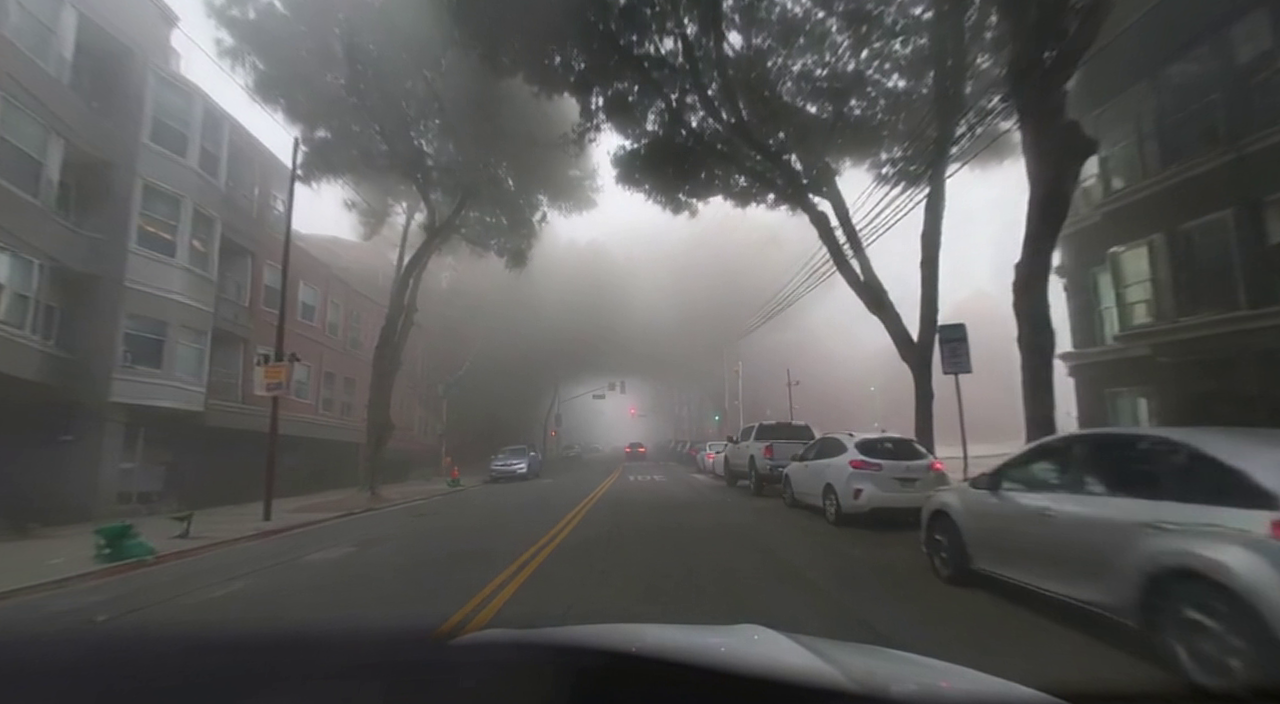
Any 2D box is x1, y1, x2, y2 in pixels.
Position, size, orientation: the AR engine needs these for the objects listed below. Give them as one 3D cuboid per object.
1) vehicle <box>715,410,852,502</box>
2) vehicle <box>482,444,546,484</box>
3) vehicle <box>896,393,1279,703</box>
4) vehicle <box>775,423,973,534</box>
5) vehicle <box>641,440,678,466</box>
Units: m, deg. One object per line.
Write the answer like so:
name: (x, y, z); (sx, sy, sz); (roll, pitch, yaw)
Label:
vehicle: (3.538, 2.755, 17.043); (2.356, 2.043, 5.791); (0, -8, 0)
vehicle: (-6.050, 5.417, 30.898); (2.013, 1.772, 4.439); (-1, -8, 2)
vehicle: (3.720, 1.145, 4.144); (2.066, 1.494, 4.843); (0, -8, 0)
vehicle: (3.892, 2.162, 11.407); (1.871, 1.603, 4.161); (0, -8, -1)
vehicle: (1.365, 6.764, 42.557); (2.111, 1.619, 4.077); (-1, -9, 8)
